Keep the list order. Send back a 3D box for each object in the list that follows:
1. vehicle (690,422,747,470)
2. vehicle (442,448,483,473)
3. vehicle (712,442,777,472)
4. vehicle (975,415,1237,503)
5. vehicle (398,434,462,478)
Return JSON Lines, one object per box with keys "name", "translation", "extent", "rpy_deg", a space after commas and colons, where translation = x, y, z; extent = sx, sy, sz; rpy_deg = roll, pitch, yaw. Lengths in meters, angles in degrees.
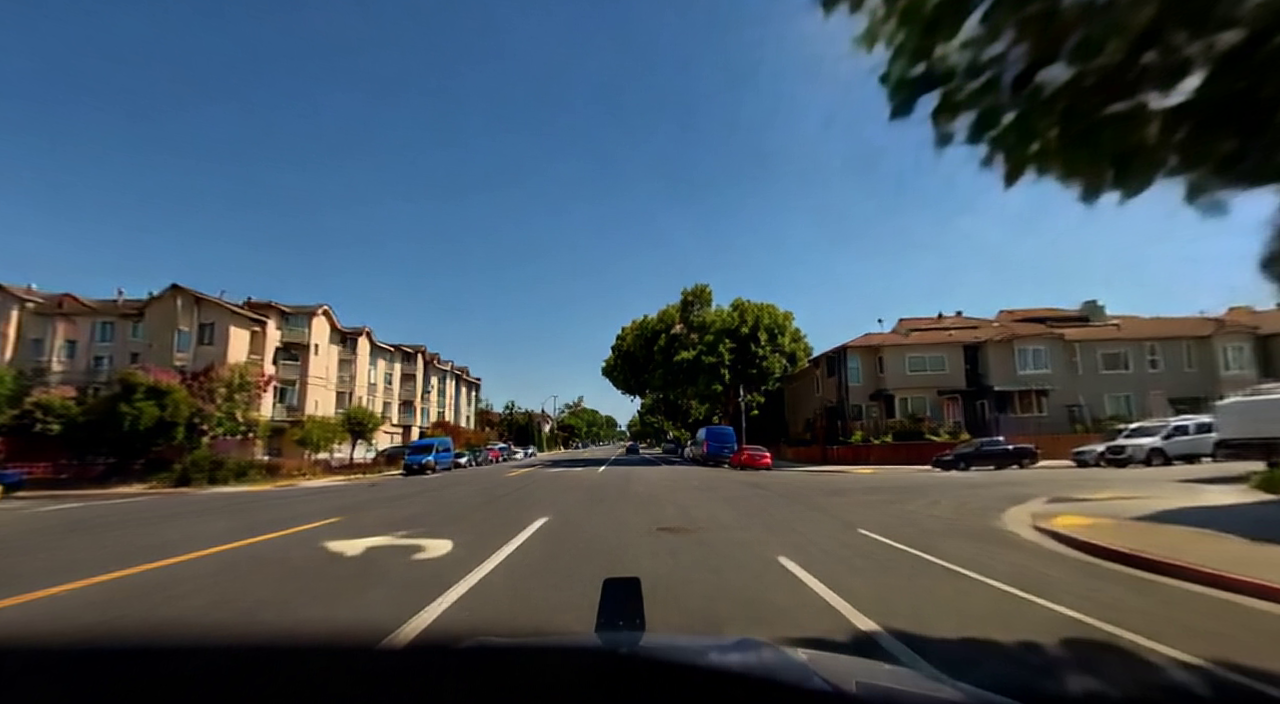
{"name": "vehicle", "translation": [4.671, 5.743, 38.686], "extent": [2.414, 2.670, 5.833], "rpy_deg": [1, -8, -3]}
{"name": "vehicle", "translation": [-12.644, 7.704, 45.213], "extent": [1.892, 1.472, 4.523], "rpy_deg": [-2, -7, -3]}
{"name": "vehicle", "translation": [5.409, 5.470, 33.179], "extent": [1.848, 1.468, 4.332], "rpy_deg": [2, -9, -12]}
{"name": "vehicle", "translation": [12.067, 2.710, 16.491], "extent": [5.666, 1.871, 2.216], "rpy_deg": [0, -8, -14]}
{"name": "vehicle", "translation": [-12.835, 6.339, 39.009], "extent": [2.164, 2.386, 5.460], "rpy_deg": [-2, -7, -1]}
